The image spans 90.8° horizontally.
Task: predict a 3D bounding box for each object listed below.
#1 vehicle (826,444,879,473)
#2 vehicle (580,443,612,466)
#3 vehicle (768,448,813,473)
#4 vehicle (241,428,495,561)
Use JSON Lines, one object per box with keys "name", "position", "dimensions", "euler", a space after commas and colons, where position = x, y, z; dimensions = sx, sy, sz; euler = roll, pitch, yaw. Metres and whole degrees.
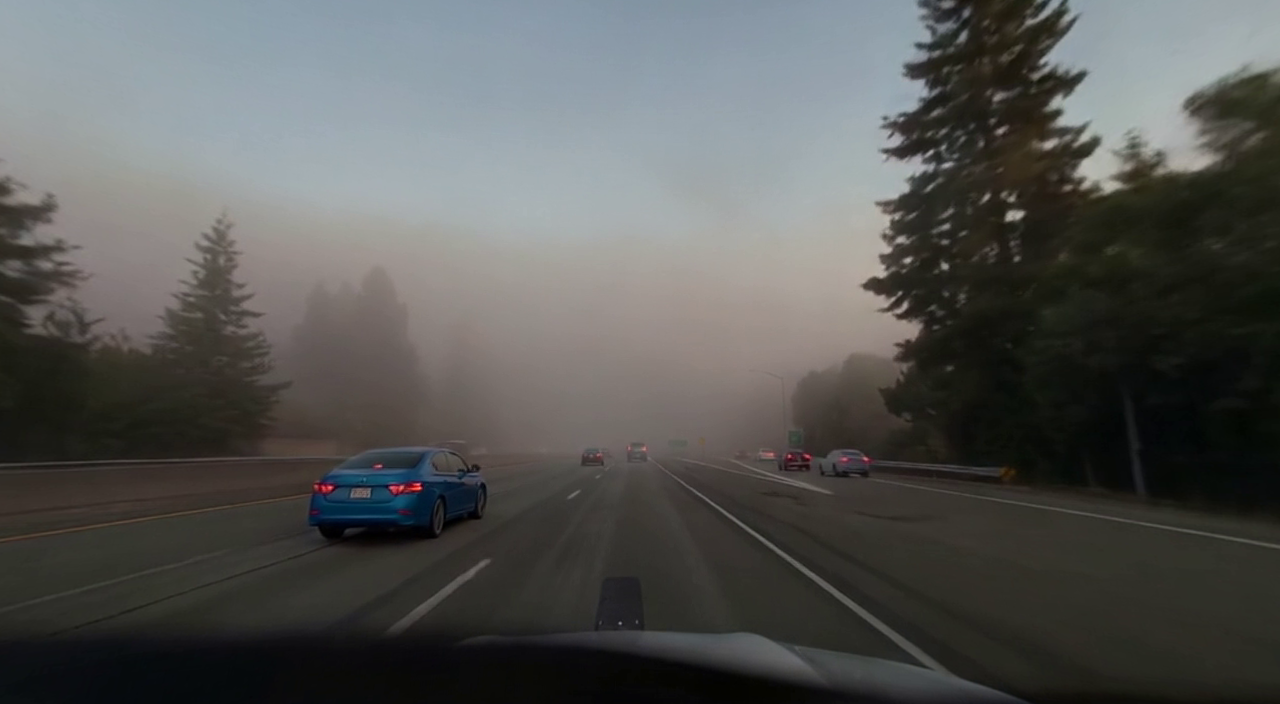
{"name": "vehicle", "position": [14.259, 7.186, 42.737], "dimensions": [2.278, 1.816, 5.666], "euler": [-1, -9, 7]}
{"name": "vehicle", "position": [-3.436, 8.093, 49.838], "dimensions": [2.206, 1.683, 4.300], "euler": [0, -9, 0]}
{"name": "vehicle", "position": [9.637, 6.947, 40.774], "dimensions": [1.940, 1.496, 4.992], "euler": [-1, -9, 3]}
{"name": "vehicle", "position": [-3.707, 2.010, 9.613], "dimensions": [2.020, 1.554, 4.137], "euler": [0, -9, 0]}
